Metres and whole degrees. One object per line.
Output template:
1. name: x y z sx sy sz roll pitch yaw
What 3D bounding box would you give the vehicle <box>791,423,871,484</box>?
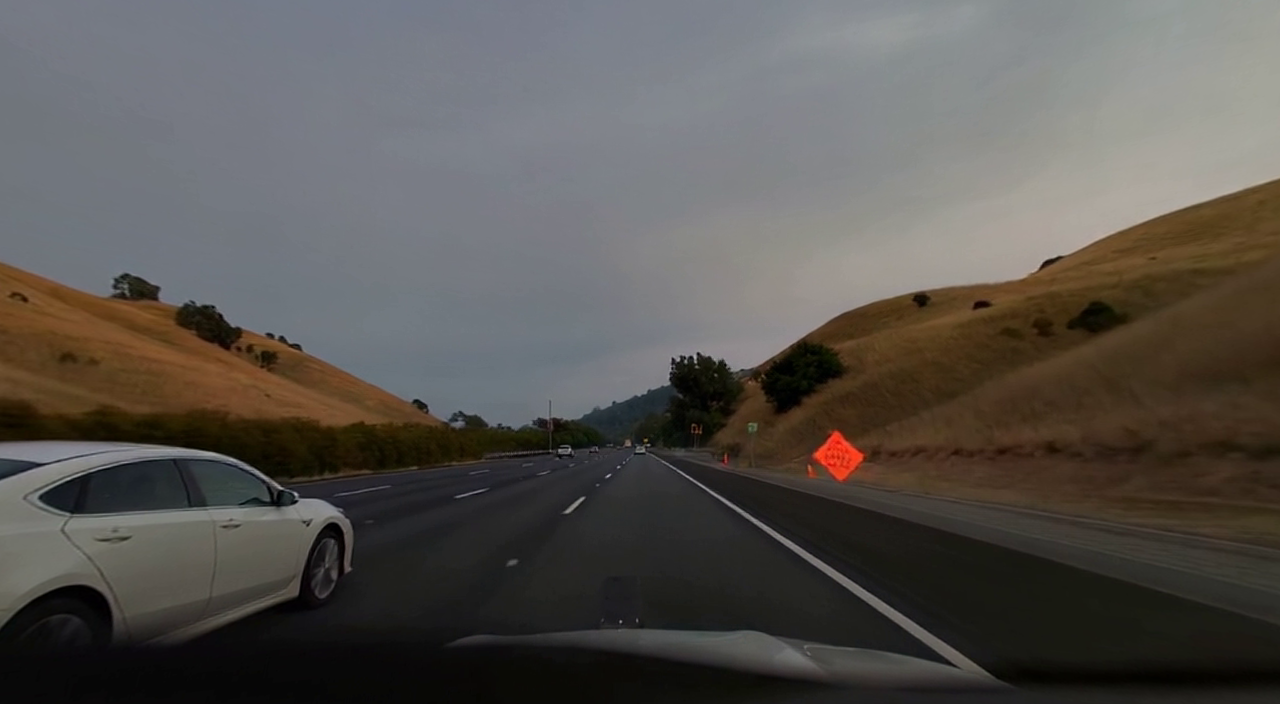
1. vehicle: 10.145 5.445 34.081 2.522 2.907 5.675 -2 -8 1
